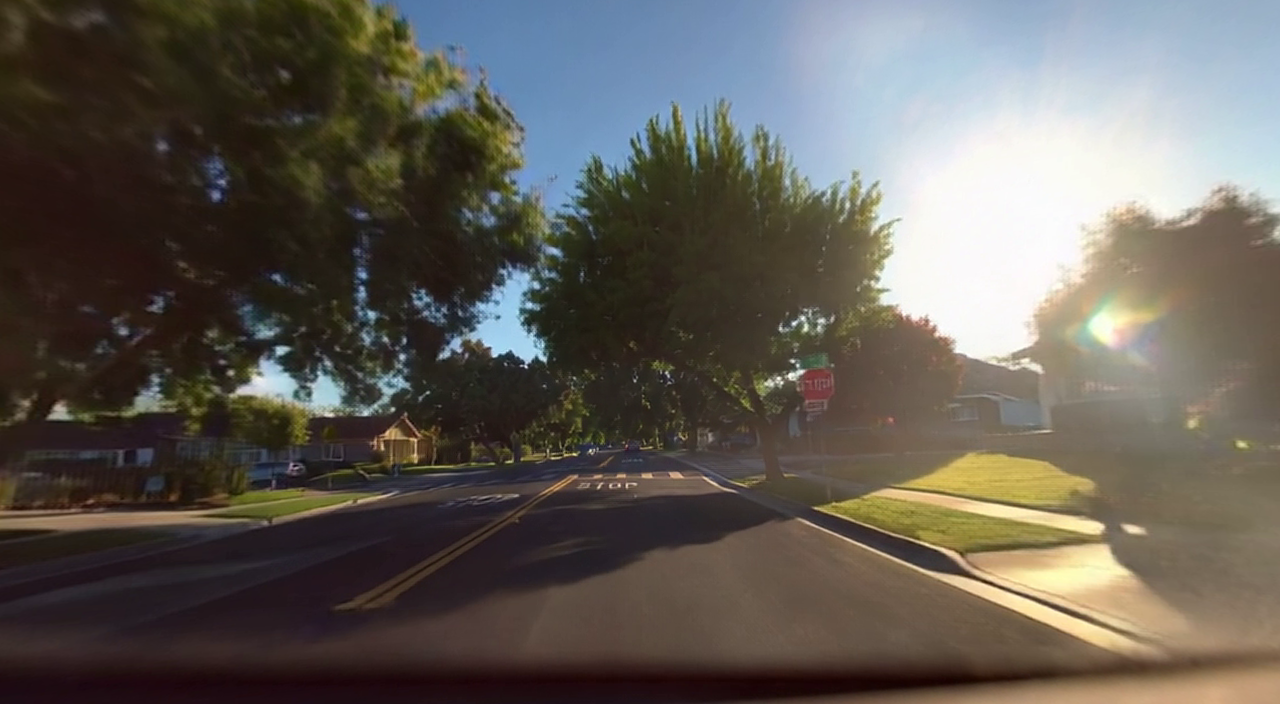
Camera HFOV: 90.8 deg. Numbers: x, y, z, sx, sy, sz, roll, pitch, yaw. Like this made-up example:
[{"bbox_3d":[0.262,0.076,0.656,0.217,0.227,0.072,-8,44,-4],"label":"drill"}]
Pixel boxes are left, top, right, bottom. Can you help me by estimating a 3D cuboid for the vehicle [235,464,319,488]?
[{"bbox_3d":[-24.259,8.298,42.326,4.380,1.462,1.864,0,-9,-1],"label":"vehicle"}]
